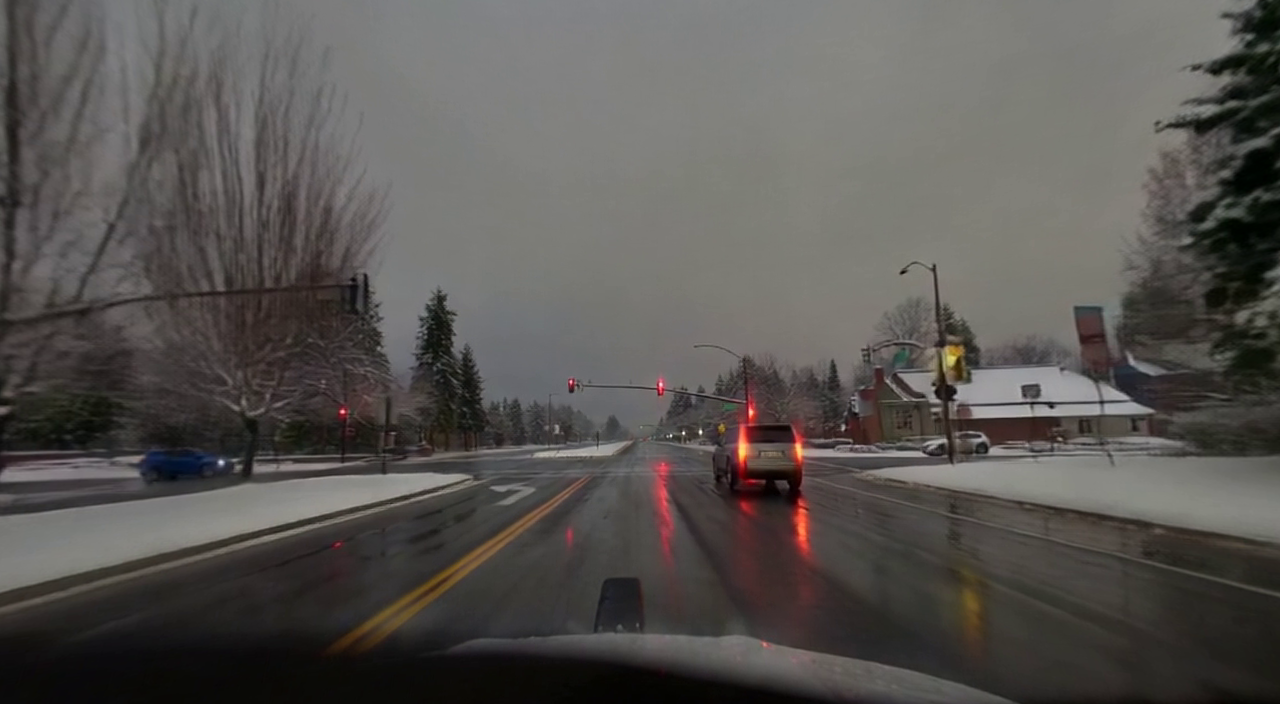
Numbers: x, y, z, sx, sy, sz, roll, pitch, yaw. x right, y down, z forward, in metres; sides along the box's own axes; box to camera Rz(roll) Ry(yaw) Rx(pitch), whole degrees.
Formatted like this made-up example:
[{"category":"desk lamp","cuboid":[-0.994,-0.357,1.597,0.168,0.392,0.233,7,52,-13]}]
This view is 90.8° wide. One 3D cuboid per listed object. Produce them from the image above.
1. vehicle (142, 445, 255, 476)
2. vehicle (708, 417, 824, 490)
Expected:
[{"category":"vehicle","cuboid":[-24.823,6.112,35.649,4.737,1.659,2.042,0,-8,-3]},{"category":"vehicle","cuboid":[3.435,2.916,18.390,2.229,1.795,4.927,0,-8,-1]}]
